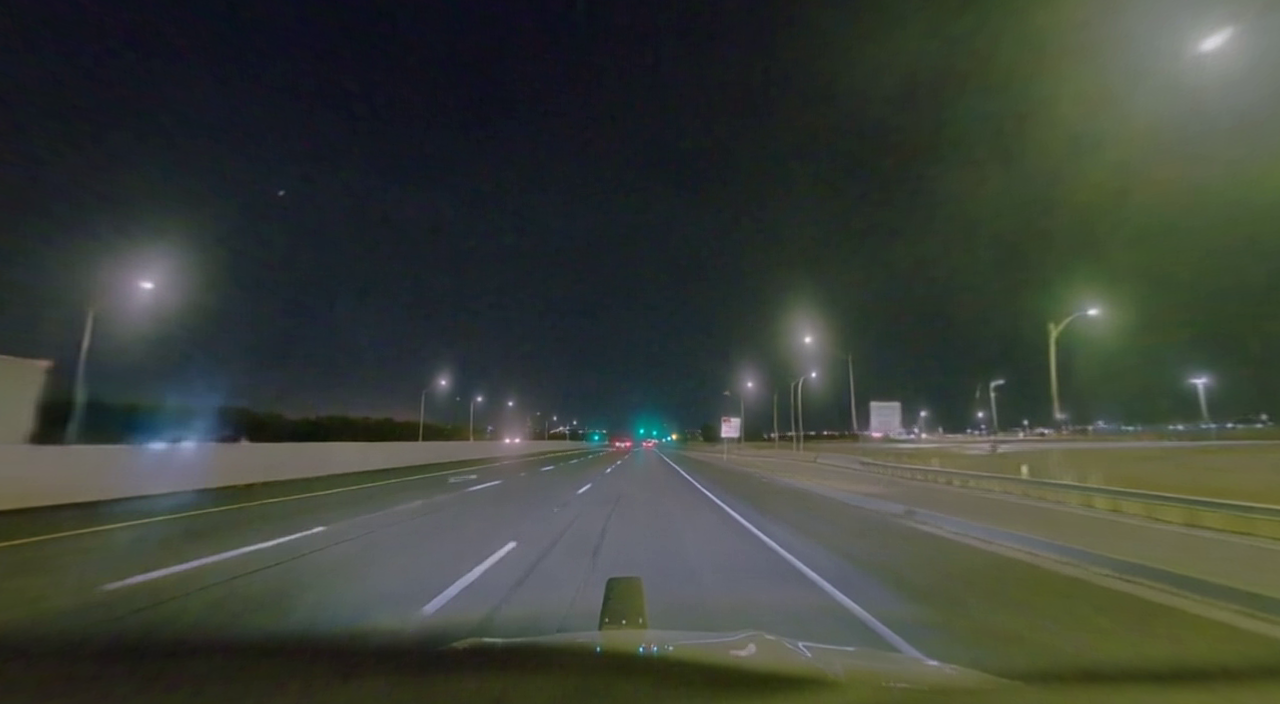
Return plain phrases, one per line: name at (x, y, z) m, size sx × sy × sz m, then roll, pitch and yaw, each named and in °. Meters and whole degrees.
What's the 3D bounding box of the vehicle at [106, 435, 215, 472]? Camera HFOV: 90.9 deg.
vehicle at (-19.924, 4.218, 26.407) m, size 1.576 × 1.420 × 3.686 m, roll 0°, pitch -9°, yaw 1°
